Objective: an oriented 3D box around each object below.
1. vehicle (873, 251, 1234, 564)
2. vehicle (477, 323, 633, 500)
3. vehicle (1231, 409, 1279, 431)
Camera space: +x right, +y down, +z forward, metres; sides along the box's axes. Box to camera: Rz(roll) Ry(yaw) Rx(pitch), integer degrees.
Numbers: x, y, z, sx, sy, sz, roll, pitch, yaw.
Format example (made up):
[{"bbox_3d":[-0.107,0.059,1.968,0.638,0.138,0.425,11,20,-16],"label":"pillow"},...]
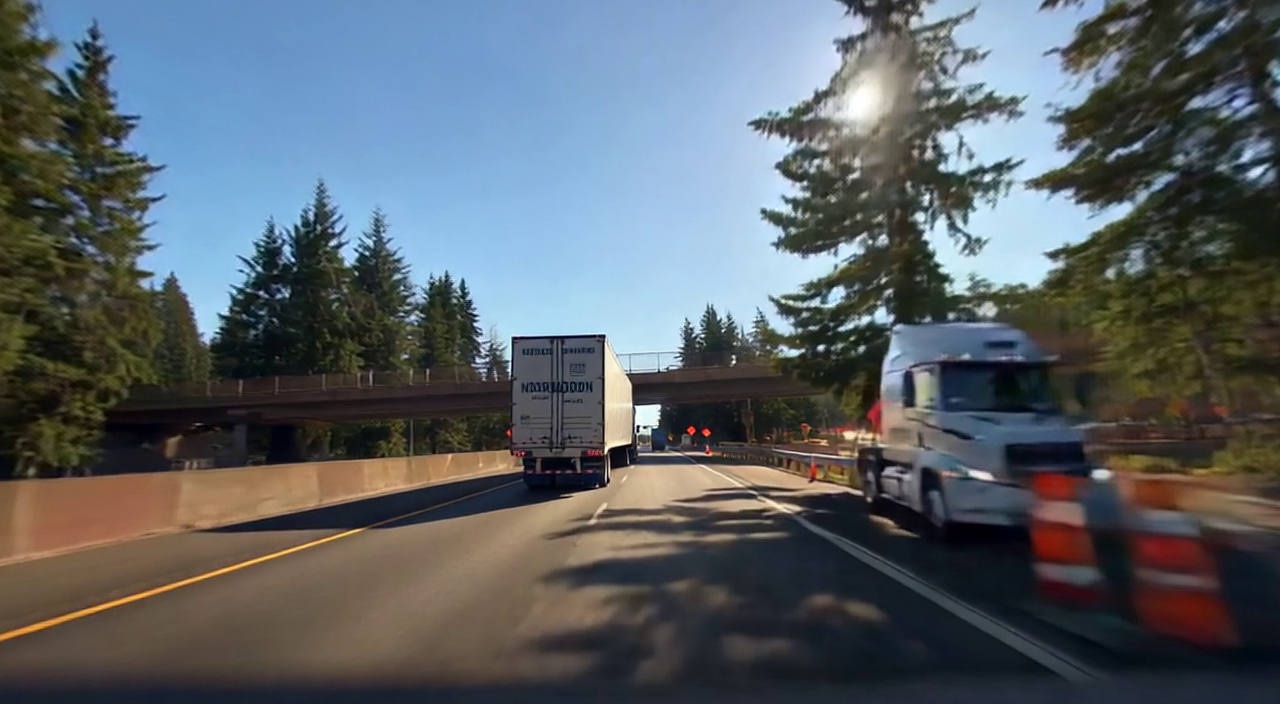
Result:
[{"bbox_3d":[5.263,0.808,8.859,2.928,3.571,3.032,-1,-8,6],"label":"vehicle"},{"bbox_3d":[-2.008,2.509,22.579,2.873,4.060,16.327,0,-8,2],"label":"vehicle"},{"bbox_3d":[45.878,5.074,46.858,4.509,1.491,1.947,6,-10,-37],"label":"vehicle"}]
